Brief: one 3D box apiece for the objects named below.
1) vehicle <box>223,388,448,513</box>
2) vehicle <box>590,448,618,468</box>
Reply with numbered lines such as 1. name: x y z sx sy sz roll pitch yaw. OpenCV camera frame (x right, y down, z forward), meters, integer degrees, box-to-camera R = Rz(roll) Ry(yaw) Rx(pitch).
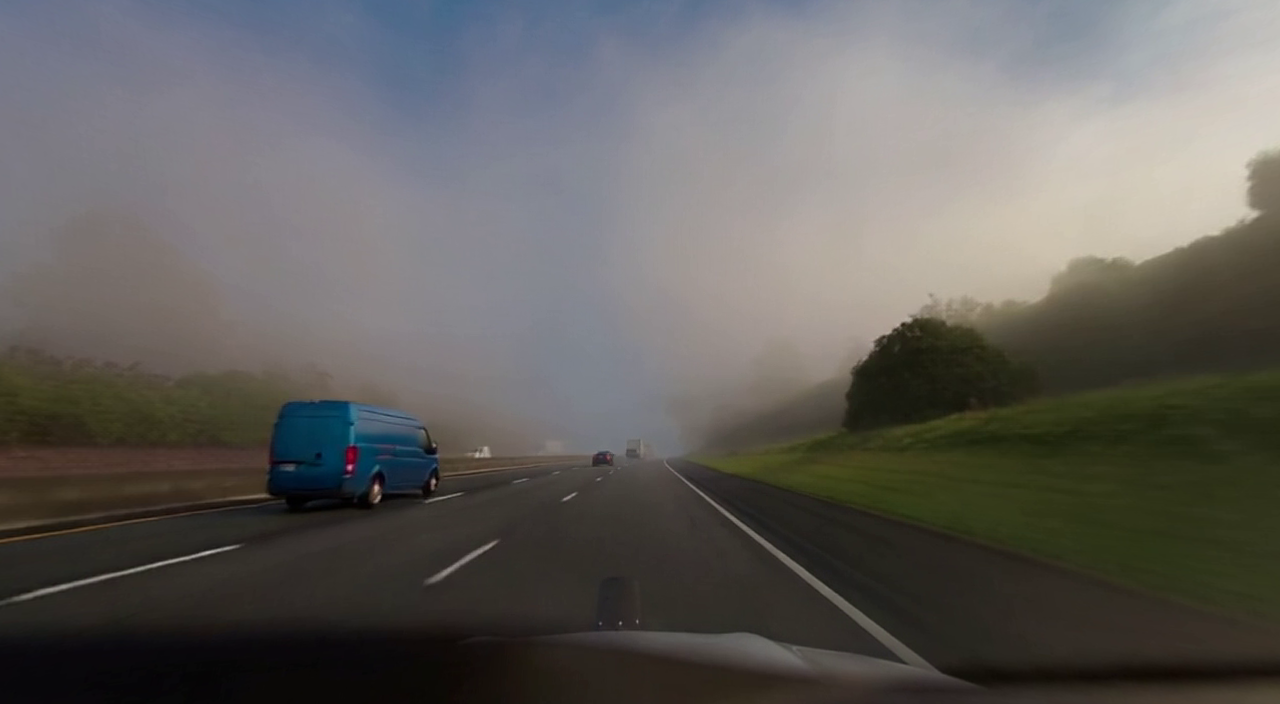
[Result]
1. vehicle: -7.031 2.446 15.757 2.449 2.471 6.130 0 -9 1
2. vehicle: -2.731 8.162 48.664 1.858 1.459 4.091 0 -9 1
